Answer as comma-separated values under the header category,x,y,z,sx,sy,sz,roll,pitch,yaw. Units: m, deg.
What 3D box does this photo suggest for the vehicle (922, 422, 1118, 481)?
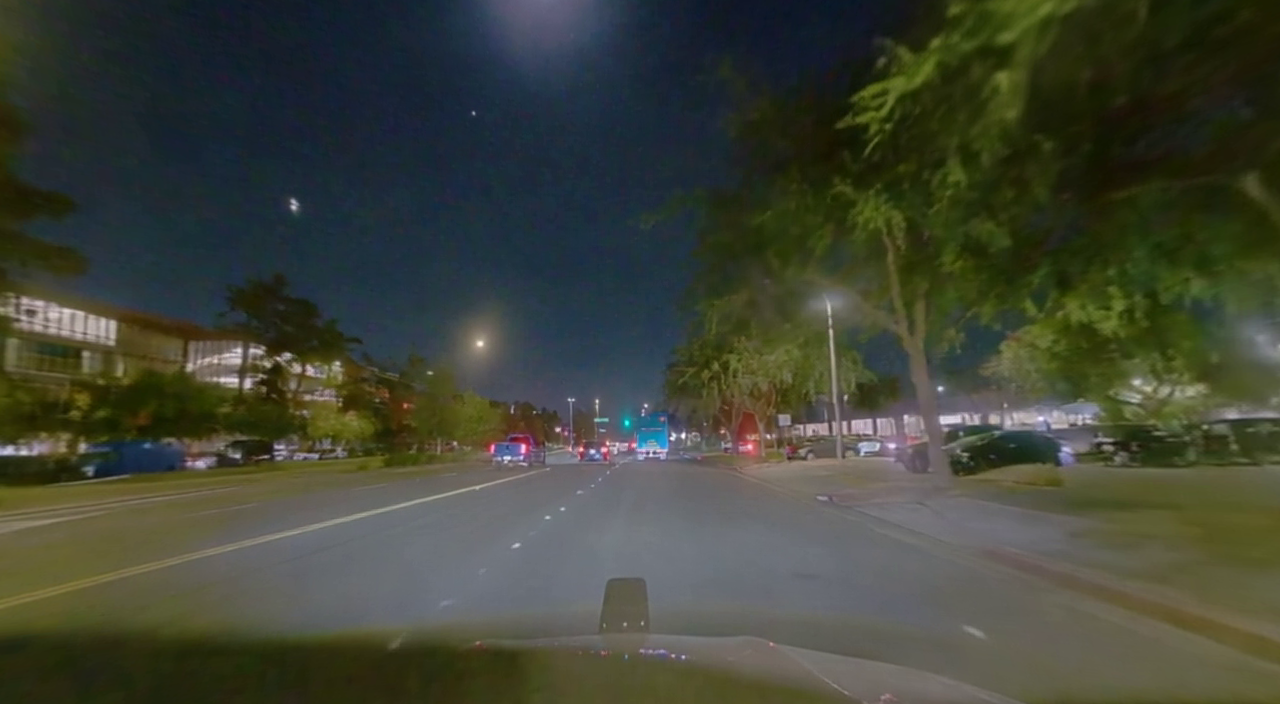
category,x,y,z,sx,sy,sz,roll,pitch,yaw
vehicle,11.395,3.013,19.161,4.655,1.688,1.876,0,-9,2

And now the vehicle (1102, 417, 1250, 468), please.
category,x,y,z,sx,sy,sz,roll,pitch,yaw
vehicle,21.396,3.670,25.500,1.888,1.812,4.911,-1,-8,4

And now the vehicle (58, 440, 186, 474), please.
category,x,y,z,sx,sy,sz,roll,pitch,yaw
vehicle,-34.042,6.919,41.561,6.393,2.108,2.467,-1,-9,4

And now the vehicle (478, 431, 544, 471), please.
category,x,y,z,sx,sy,sz,roll,pitch,yaw
vehicle,-6.673,5.187,33.222,2.149,1.893,5.187,0,-8,2

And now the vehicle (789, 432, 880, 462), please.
category,x,y,z,sx,sy,sz,roll,pitch,yaw
vehicle,10.628,5.243,34.734,4.346,1.595,1.964,0,-8,0

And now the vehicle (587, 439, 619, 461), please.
category,x,y,z,sx,sy,sz,roll,pitch,yaw
vehicle,-2.842,7.705,49.674,2.114,1.663,4.381,0,-8,2
